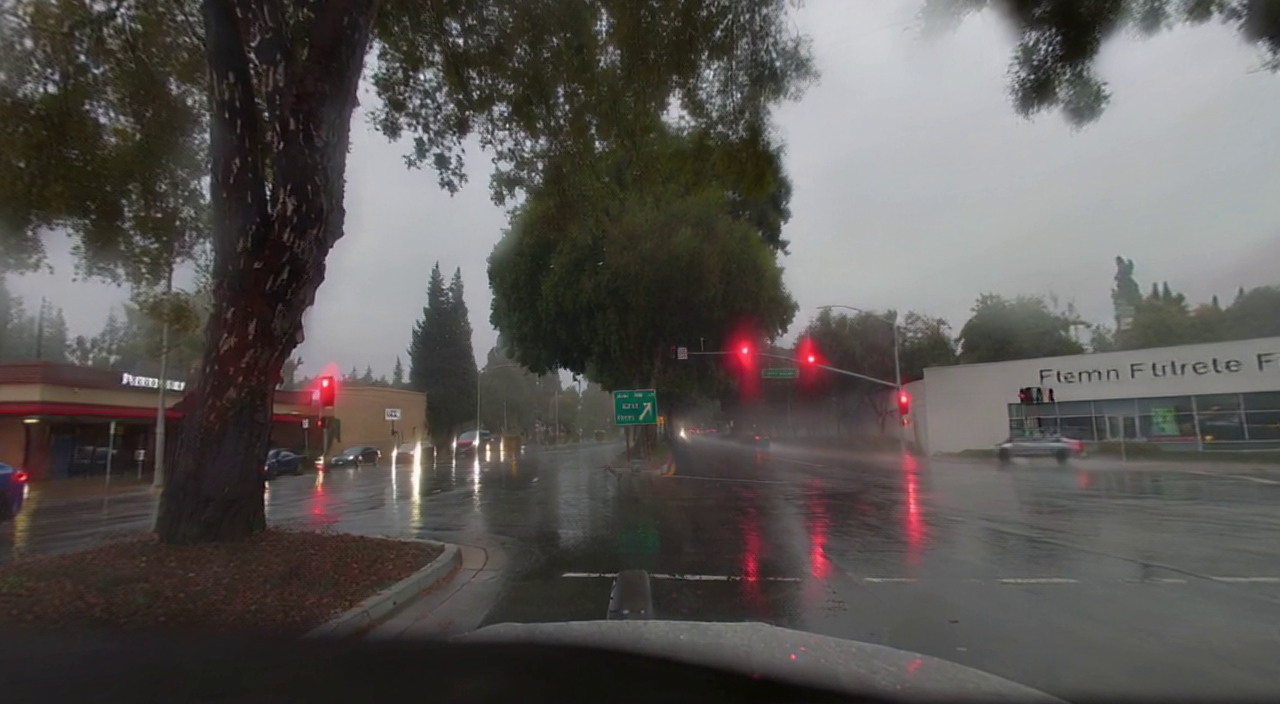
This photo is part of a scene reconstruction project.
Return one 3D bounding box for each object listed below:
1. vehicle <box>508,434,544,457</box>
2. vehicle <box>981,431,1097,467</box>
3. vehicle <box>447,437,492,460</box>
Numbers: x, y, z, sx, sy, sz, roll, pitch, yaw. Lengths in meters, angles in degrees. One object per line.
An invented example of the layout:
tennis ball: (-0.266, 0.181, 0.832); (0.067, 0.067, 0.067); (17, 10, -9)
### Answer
vehicle: (-8.073, 6.665, 45.088); (1.920, 1.546, 4.086); (0, -9, -1)
vehicle: (19.856, 4.865, 31.687); (4.667, 1.664, 1.936); (-5, -10, 27)
vehicle: (-11.794, 6.688, 43.894); (2.111, 1.499, 4.371); (0, -9, -3)
